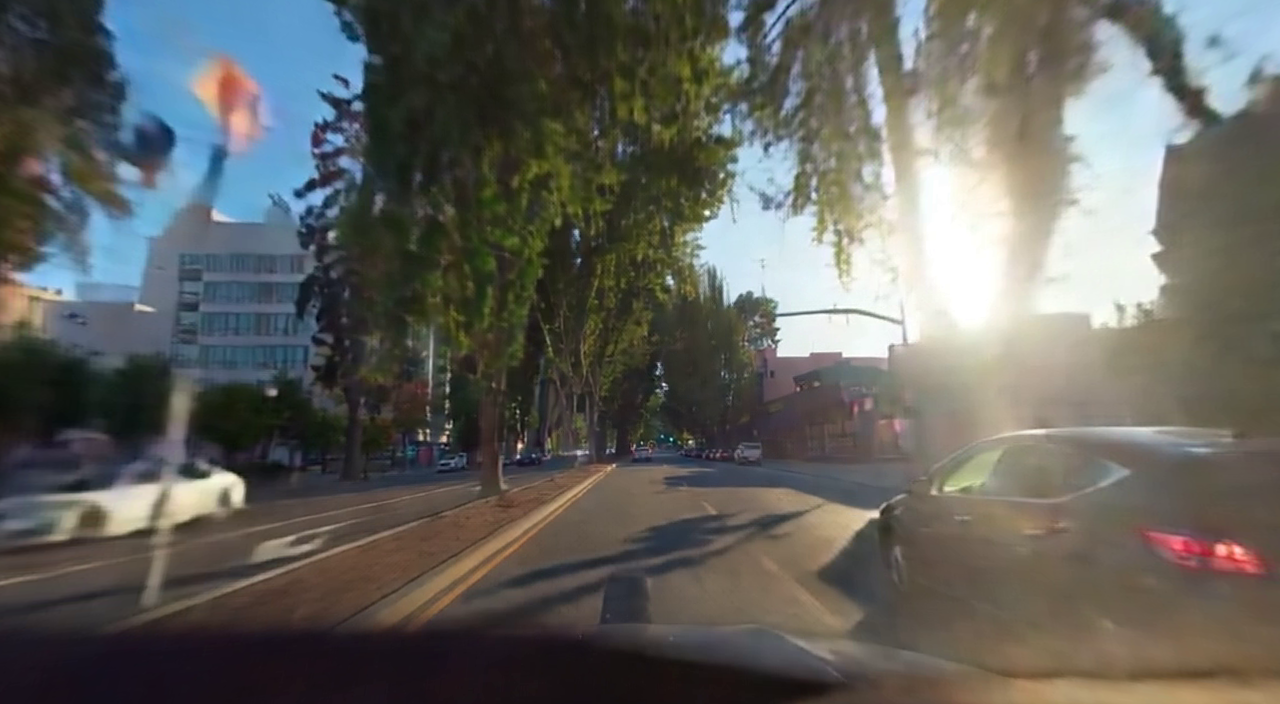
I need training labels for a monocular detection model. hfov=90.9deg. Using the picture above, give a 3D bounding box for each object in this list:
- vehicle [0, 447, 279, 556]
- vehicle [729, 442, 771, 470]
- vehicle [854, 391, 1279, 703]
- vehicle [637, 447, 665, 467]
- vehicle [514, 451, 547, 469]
[{"bbox_3d":[-8.462,2.396,10.881,1.922,1.464,4.201,0,-8,1],"label":"vehicle"},{"bbox_3d":[7.582,7.180,43.776,2.050,1.838,4.535,0,-8,0],"label":"vehicle"},{"bbox_3d":[3.037,1.151,3.870,1.989,1.498,4.050,0,-8,0],"label":"vehicle"},{"bbox_3d":[0.737,7.564,45.555,1.945,1.343,3.827,0,-8,0],"label":"vehicle"},{"bbox_3d":[-8.415,8.322,48.619,1.748,1.278,4.300,0,-8,0],"label":"vehicle"}]
